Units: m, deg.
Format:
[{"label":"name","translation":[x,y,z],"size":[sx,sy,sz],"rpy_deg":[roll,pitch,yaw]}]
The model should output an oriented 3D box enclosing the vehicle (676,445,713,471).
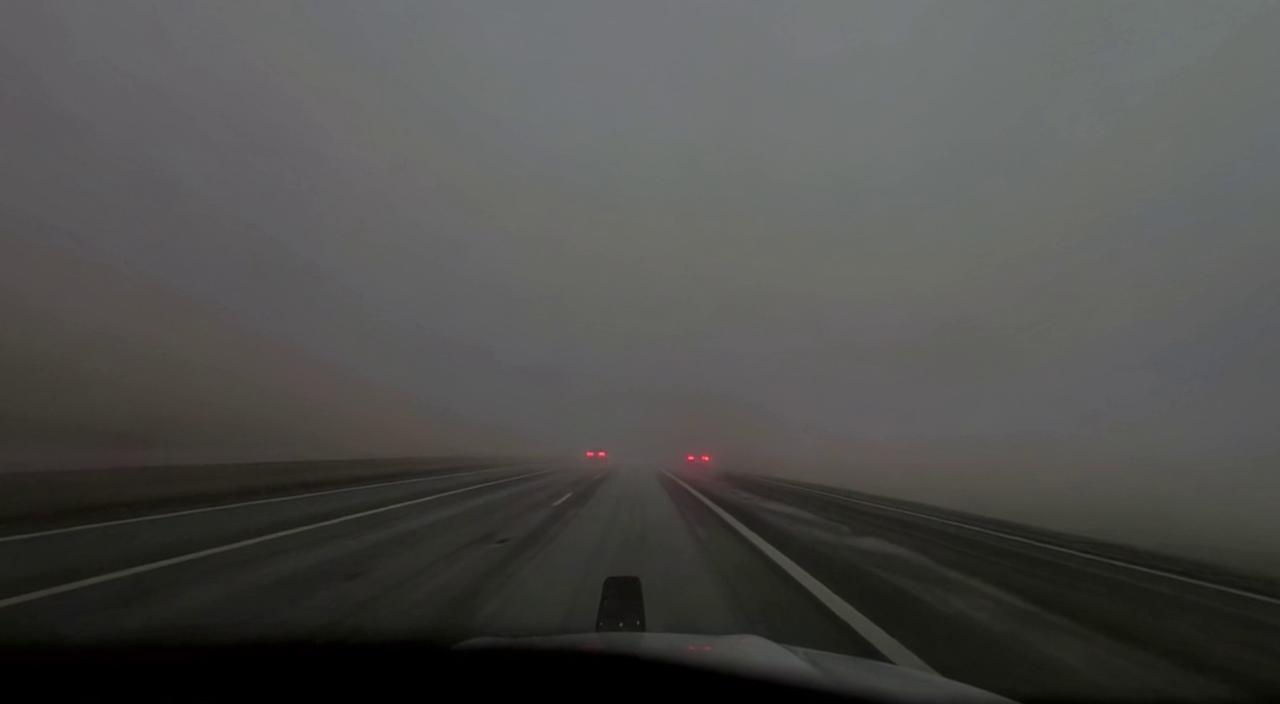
[{"label":"vehicle","translation":[3.754,7.411,44.265],"size":[2.133,1.746,4.511],"rpy_deg":[0,-9,-1]}]
